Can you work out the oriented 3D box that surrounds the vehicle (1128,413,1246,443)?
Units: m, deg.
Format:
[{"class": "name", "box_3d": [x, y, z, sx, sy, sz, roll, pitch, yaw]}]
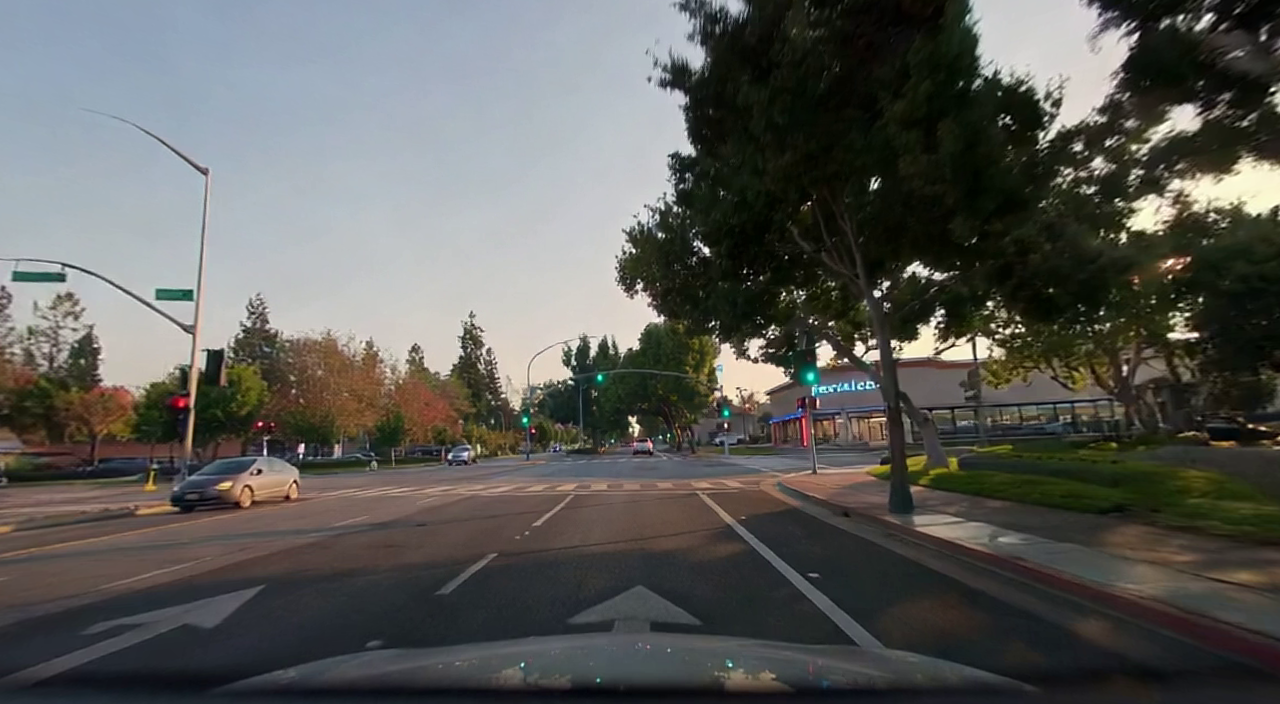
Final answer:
[{"class": "vehicle", "box_3d": [29.928, 4.193, 34.682, 4.492, 1.584, 1.901, -1, -8, 5]}]

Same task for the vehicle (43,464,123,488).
[{"class": "vehicle", "box_3d": [-42.481, 9.463, 48.333, 2.034, 1.559, 4.601, -4, -10, -3]}]

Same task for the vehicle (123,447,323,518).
[{"class": "vehicle", "box_3d": [-10.472, 3.254, 16.384, 2.121, 1.543, 4.349, 0, -8, 1]}]
